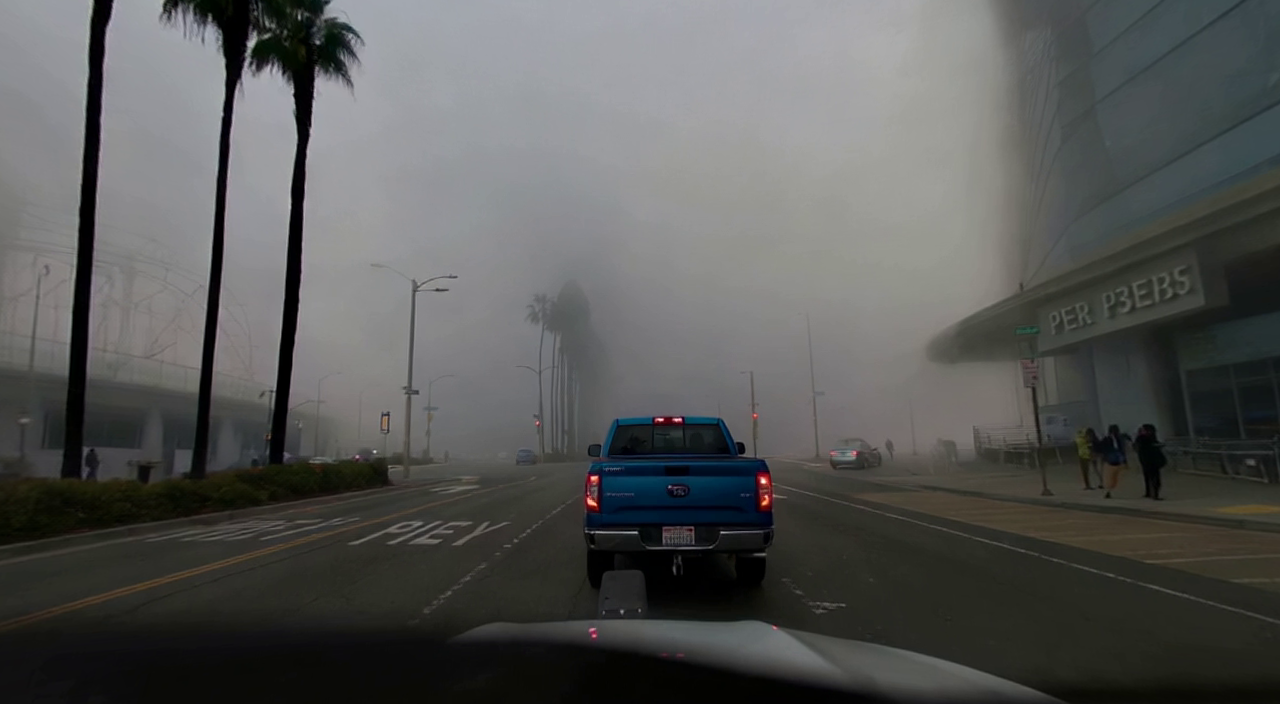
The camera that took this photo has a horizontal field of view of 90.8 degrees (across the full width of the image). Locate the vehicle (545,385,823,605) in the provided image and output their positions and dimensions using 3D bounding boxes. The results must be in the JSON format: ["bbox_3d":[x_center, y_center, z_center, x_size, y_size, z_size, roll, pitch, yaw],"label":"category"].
[{"bbox_3d":[0.415,1.584,7.977,2.311,1.819,5.255,0,-8,1],"label":"vehicle"}]

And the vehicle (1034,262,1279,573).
[{"bbox_3d":[7.867,0.884,8.573,2.666,3.345,3.622,-3,-9,7],"label":"vehicle"}]
